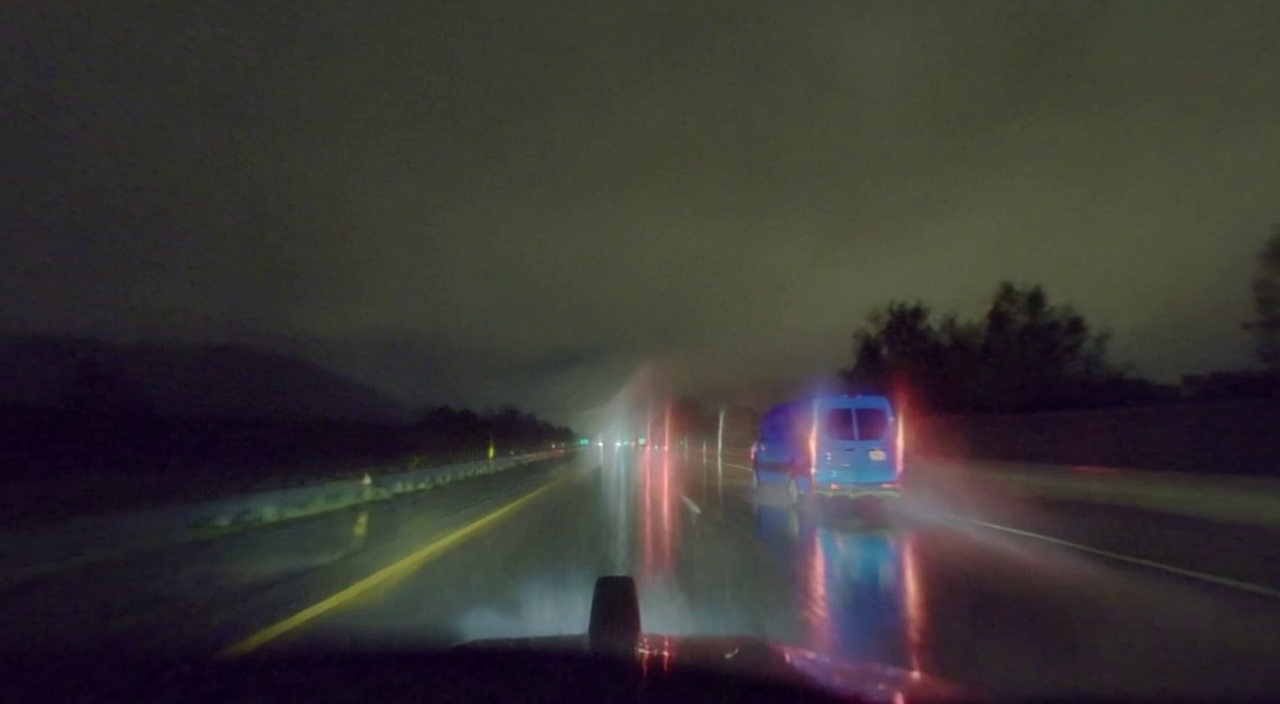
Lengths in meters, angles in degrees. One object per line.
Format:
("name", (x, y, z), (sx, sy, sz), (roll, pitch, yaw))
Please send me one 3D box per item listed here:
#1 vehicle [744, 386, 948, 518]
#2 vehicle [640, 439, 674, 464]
("vehicle", (3.643, 1.898, 12.319), (2.269, 2.048, 4.679), (0, -8, -1))
("vehicle", (1.005, 6.284, 39.948), (2.005, 1.466, 3.739), (0, -8, -1))
